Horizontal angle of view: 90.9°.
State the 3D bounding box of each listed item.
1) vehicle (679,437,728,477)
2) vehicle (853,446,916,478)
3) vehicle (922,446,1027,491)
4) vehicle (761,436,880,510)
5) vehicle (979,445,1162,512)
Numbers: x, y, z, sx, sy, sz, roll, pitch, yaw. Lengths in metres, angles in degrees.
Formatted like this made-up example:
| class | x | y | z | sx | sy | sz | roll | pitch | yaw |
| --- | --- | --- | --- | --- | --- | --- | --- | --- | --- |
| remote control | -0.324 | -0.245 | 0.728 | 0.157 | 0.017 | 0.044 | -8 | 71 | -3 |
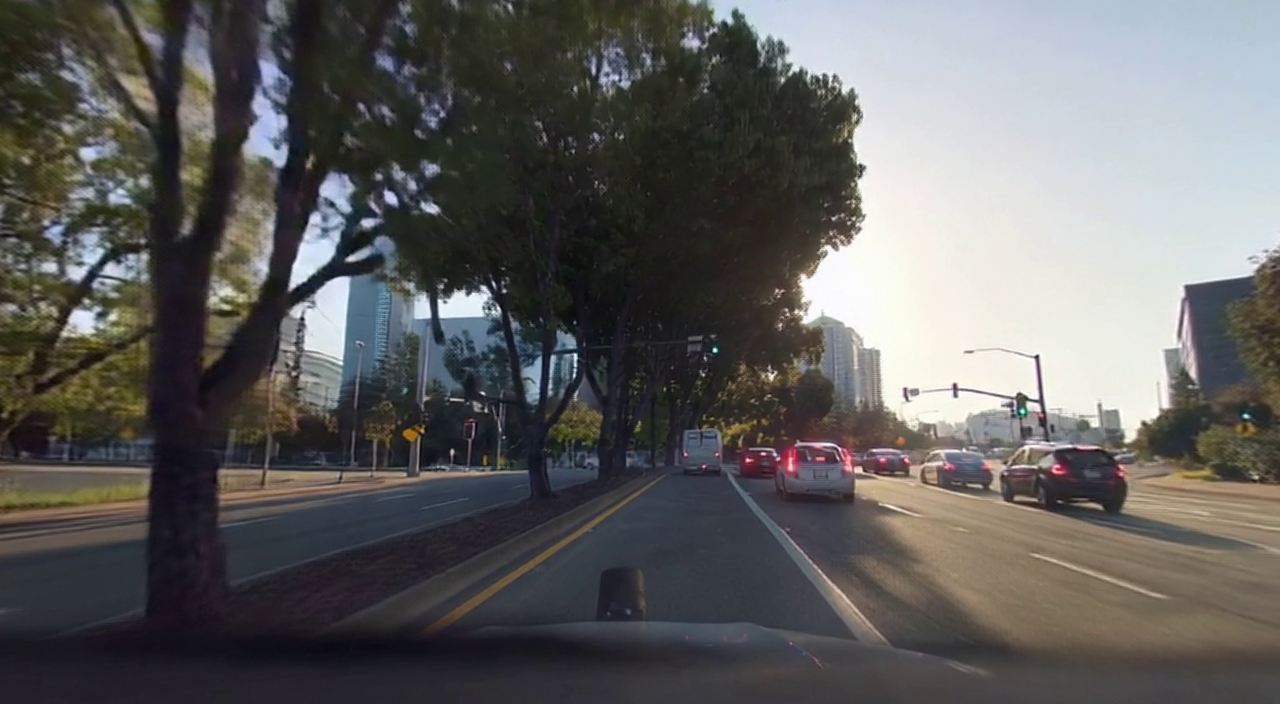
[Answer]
| class | x | y | z | sx | sy | sz | roll | pitch | yaw |
| --- | --- | --- | --- | --- | --- | --- | --- | --- | --- |
| vehicle | 3.080 | 5.153 | 31.278 | 2.245 | 1.800 | 4.522 | -1 | -8 | 4 |
| vehicle | 12.615 | 5.678 | 32.761 | 1.901 | 1.484 | 4.093 | -1 | -8 | 4 |
| vehicle | 12.345 | 4.283 | 23.622 | 1.842 | 1.466 | 4.379 | -1 | -8 | 5 |
| vehicle | 4.291 | 2.913 | 15.710 | 2.078 | 1.578 | 4.107 | -1 | -8 | 6 |
| vehicle | 10.641 | 3.101 | 16.062 | 1.884 | 1.422 | 4.262 | -1 | -8 | 4 |
